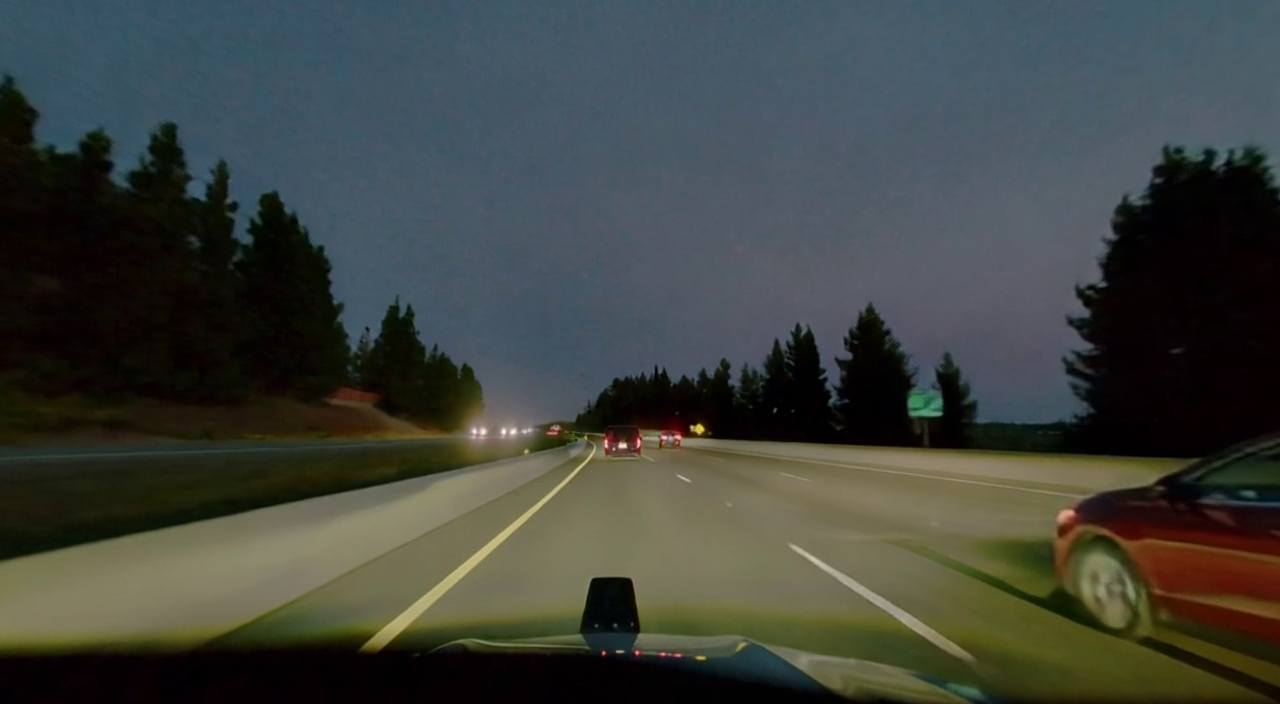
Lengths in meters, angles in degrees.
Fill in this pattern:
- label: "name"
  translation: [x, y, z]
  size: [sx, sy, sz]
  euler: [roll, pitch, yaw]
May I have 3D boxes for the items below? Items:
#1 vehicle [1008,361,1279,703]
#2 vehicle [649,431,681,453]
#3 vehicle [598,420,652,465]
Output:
- label: "vehicle"
  translation: [3.566, 0.796, 2.180]
  size: [2.078, 1.600, 4.012]
  euler: [0, -8, -1]
- label: "vehicle"
  translation: [1.879, 6.922, 48.407]
  size: [1.996, 1.589, 3.715]
  euler: [0, -8, -4]
- label: "vehicle"
  translation: [-0.793, 4.421, 30.799]
  size: [2.403, 1.994, 4.683]
  euler: [0, -8, -3]
